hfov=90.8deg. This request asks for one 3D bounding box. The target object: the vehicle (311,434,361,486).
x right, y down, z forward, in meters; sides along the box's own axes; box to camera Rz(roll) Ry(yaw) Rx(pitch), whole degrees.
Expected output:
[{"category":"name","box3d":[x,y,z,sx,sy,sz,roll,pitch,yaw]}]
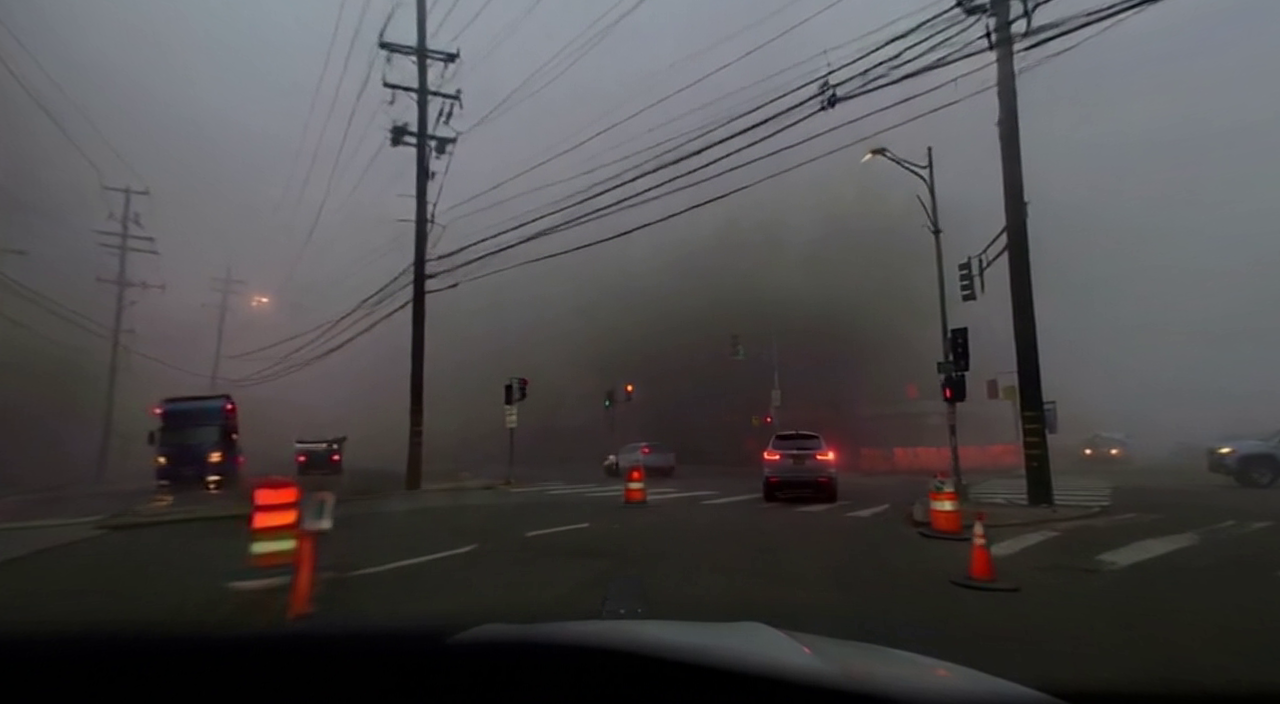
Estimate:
[{"category":"vehicle","box3d":[-16.549,5.847,34.618,1.959,2.654,4.078,3,-9,-20]}]

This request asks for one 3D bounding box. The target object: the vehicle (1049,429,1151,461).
[{"category":"vehicle","box3d":[26.065,5.280,35.889,4.382,1.688,1.937,-8,-11,42]}]

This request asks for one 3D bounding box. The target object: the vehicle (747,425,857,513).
[{"category":"vehicle","box3d":[4.056,2.900,16.257,2.256,1.859,5.118,-2,-8,12]}]

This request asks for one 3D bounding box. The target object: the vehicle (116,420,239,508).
[{"category":"vehicle","box3d":[-15.617,3.793,21.598,2.185,2.644,3.306,-1,-9,-14]}]

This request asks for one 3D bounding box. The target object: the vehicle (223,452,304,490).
[{"category":"vehicle","box3d":[-19.689,6.188,33.312,2.509,1.731,4.549,2,-8,-16]}]

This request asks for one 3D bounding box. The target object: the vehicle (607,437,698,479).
[{"category":"vehicle","box3d":[0.491,5.307,32.062,2.206,1.911,5.548,4,-9,-27]}]
